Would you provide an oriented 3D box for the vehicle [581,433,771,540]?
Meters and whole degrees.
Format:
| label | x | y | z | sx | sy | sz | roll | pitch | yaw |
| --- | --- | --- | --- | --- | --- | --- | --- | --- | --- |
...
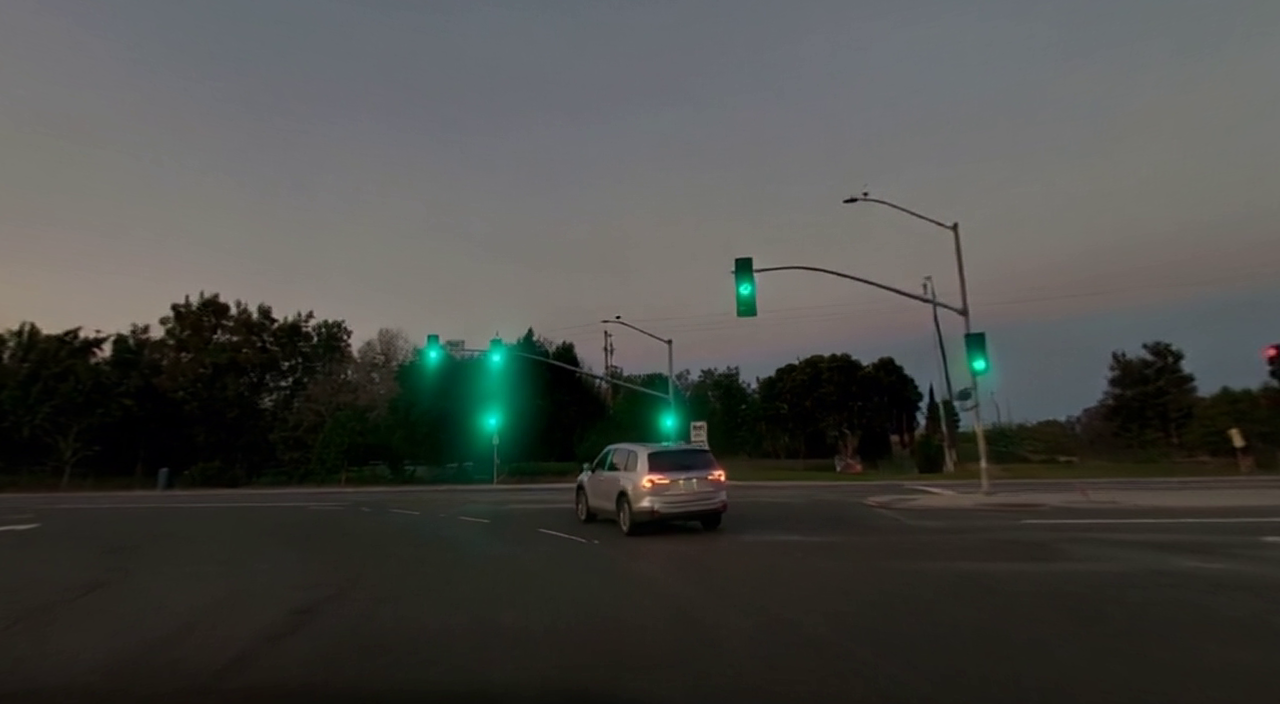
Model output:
| label | x | y | z | sx | sy | sz | roll | pitch | yaw |
| --- | --- | --- | --- | --- | --- | --- | --- | --- | --- |
| vehicle | 0.456 | 2.448 | 12.193 | 1.938 | 1.648 | 4.211 | 4 | -9 | -24 |
